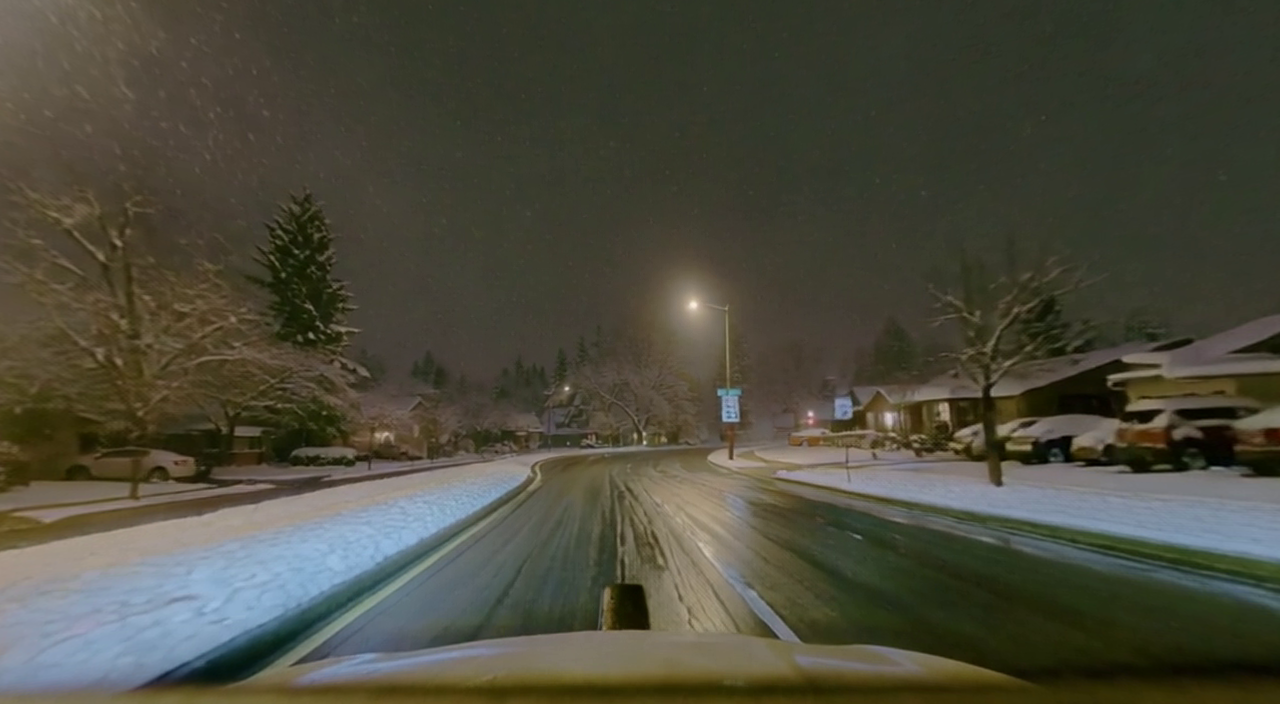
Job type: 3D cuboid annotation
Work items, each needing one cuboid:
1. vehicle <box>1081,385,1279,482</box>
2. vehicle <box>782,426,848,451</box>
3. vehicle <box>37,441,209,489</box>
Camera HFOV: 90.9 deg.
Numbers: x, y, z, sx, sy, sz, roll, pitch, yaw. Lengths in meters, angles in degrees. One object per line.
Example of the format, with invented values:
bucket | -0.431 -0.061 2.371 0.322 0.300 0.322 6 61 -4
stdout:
vehicle | 14.200 1.867 14.612 5.793 2.017 2.535 -4 -9 13
vehicle | 13.416 6.675 48.524 4.766 1.789 1.939 -2 -9 12
vehicle | -21.163 4.622 26.068 4.879 1.854 2.265 1 -9 -8
